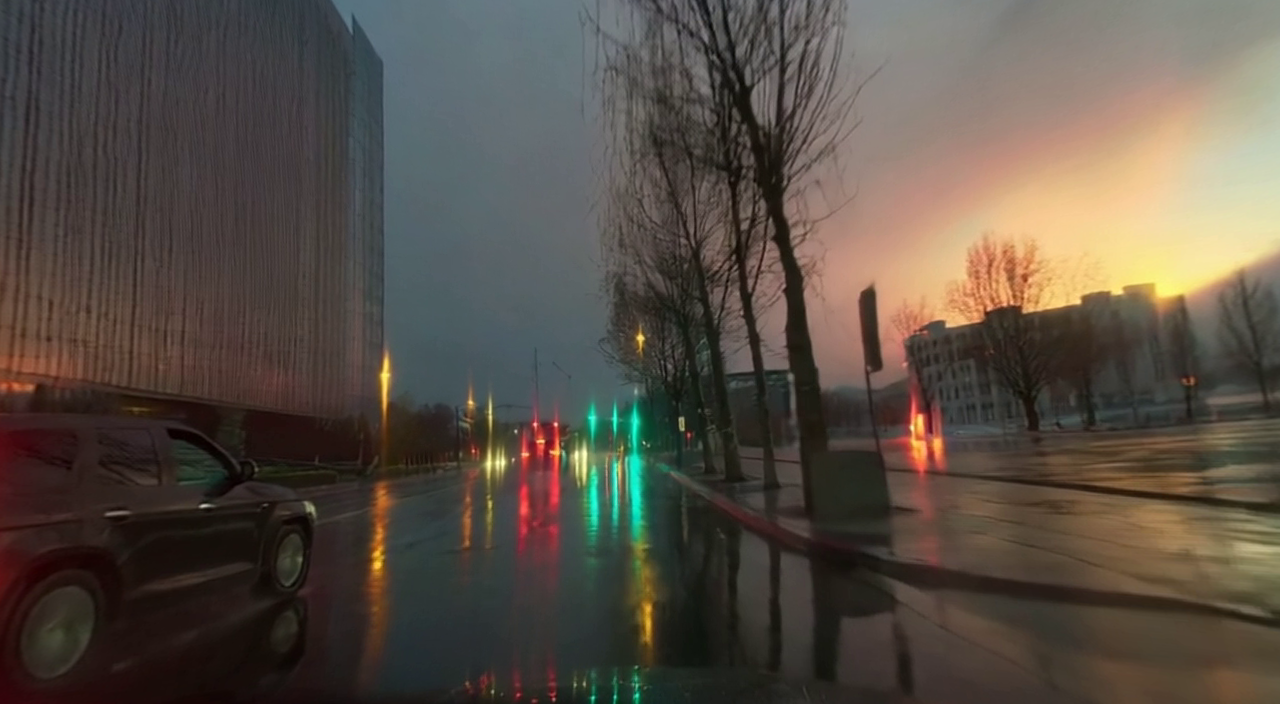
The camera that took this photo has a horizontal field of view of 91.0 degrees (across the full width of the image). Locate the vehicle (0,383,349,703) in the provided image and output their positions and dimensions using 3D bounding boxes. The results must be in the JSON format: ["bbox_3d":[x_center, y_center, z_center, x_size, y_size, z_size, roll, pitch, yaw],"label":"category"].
[{"bbox_3d":[-4.490,1.283,4.916,2.169,1.741,4.588,0,-9,1],"label":"vehicle"}]

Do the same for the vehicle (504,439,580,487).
[{"bbox_3d":[-4.077,4.736,27.130,2.384,1.849,5.009,0,-9,1],"label":"vehicle"}]
